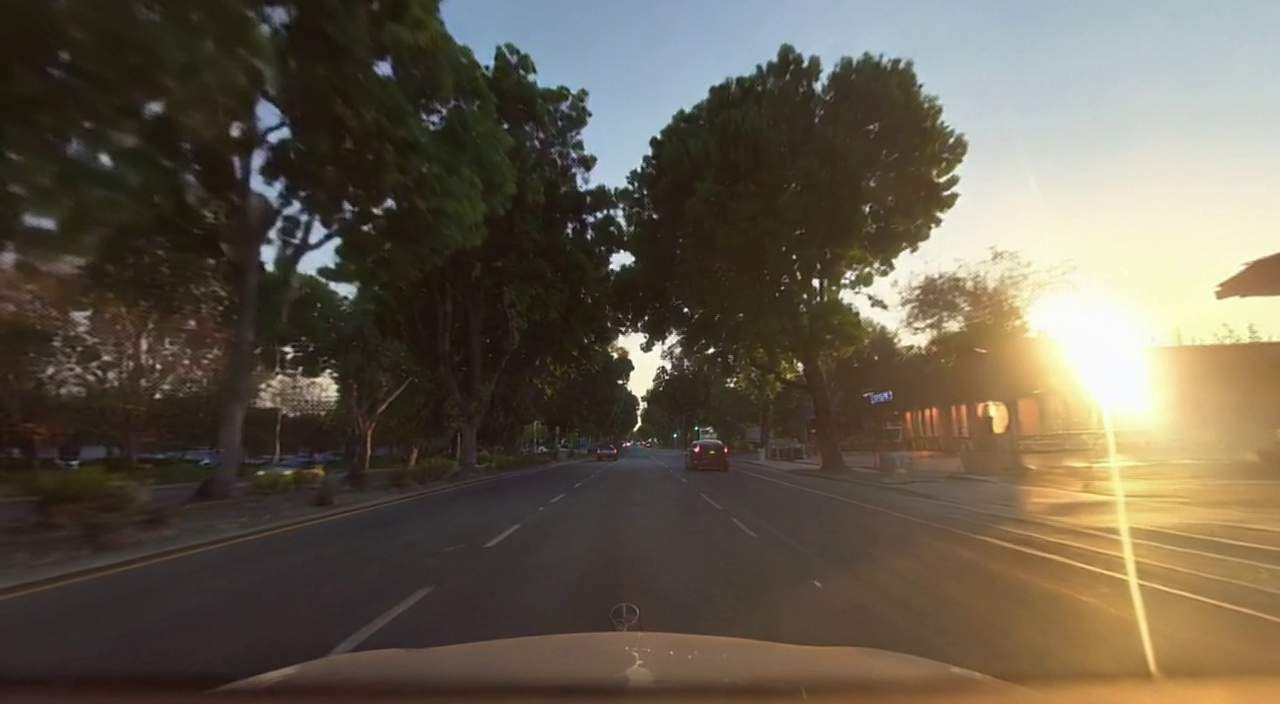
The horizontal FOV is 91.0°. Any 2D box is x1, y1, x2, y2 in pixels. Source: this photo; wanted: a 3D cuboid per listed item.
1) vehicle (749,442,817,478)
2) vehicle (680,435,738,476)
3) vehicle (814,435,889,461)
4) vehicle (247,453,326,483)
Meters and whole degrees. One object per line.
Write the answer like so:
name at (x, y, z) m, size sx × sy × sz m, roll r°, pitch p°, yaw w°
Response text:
vehicle at (6.581, 5.007, 29.544) m, size 1.948 × 1.526 × 4.641 m, roll 0°, pitch -8°, yaw -2°
vehicle at (3.122, 4.782, 29.345) m, size 2.083 × 1.743 × 4.354 m, roll 0°, pitch -8°, yaw -1°
vehicle at (15.392, 6.963, 45.850) m, size 4.659 × 1.739 × 2.147 m, roll -7°, pitch -11°, yaw 41°
vehicle at (-19.730, 6.453, 35.347) m, size 1.875 × 1.475 × 4.433 m, roll 0°, pitch -8°, yaw -1°
